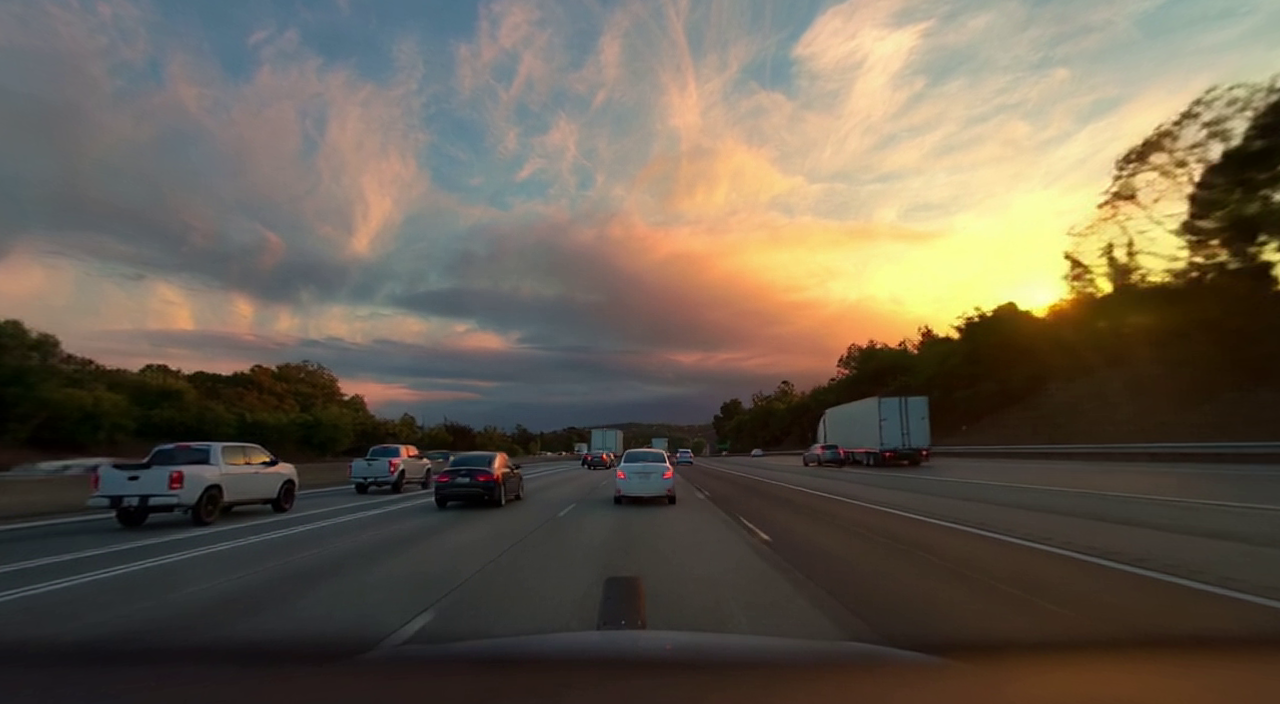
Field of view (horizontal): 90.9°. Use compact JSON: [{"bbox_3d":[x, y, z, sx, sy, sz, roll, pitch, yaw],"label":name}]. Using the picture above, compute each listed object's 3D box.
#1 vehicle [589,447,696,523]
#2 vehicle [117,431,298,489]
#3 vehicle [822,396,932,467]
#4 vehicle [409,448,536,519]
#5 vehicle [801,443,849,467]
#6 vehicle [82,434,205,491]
[{"bbox_3d":[0.073,2.887,14.183,2.057,1.449,3.931,0,-9,1],"label":"vehicle"},{"bbox_3d":[-31.603,8.032,47.609,2.803,3.665,14.746,-1,-9,2],"label":"vehicle"},{"bbox_3d":[15.579,5.567,42.961,2.825,4.085,12.815,0,-9,1],"label":"vehicle"},{"bbox_3d":[-3.970,3.176,15.784,1.929,1.509,4.331,0,-9,1],"label":"vehicle"},{"bbox_3d":[11.939,6.673,40.903,1.892,1.504,4.000,0,-9,0],"label":"vehicle"},{"bbox_3d":[-31.844,7.074,40.802,2.761,3.380,5.944,-1,-9,3],"label":"vehicle"}]
